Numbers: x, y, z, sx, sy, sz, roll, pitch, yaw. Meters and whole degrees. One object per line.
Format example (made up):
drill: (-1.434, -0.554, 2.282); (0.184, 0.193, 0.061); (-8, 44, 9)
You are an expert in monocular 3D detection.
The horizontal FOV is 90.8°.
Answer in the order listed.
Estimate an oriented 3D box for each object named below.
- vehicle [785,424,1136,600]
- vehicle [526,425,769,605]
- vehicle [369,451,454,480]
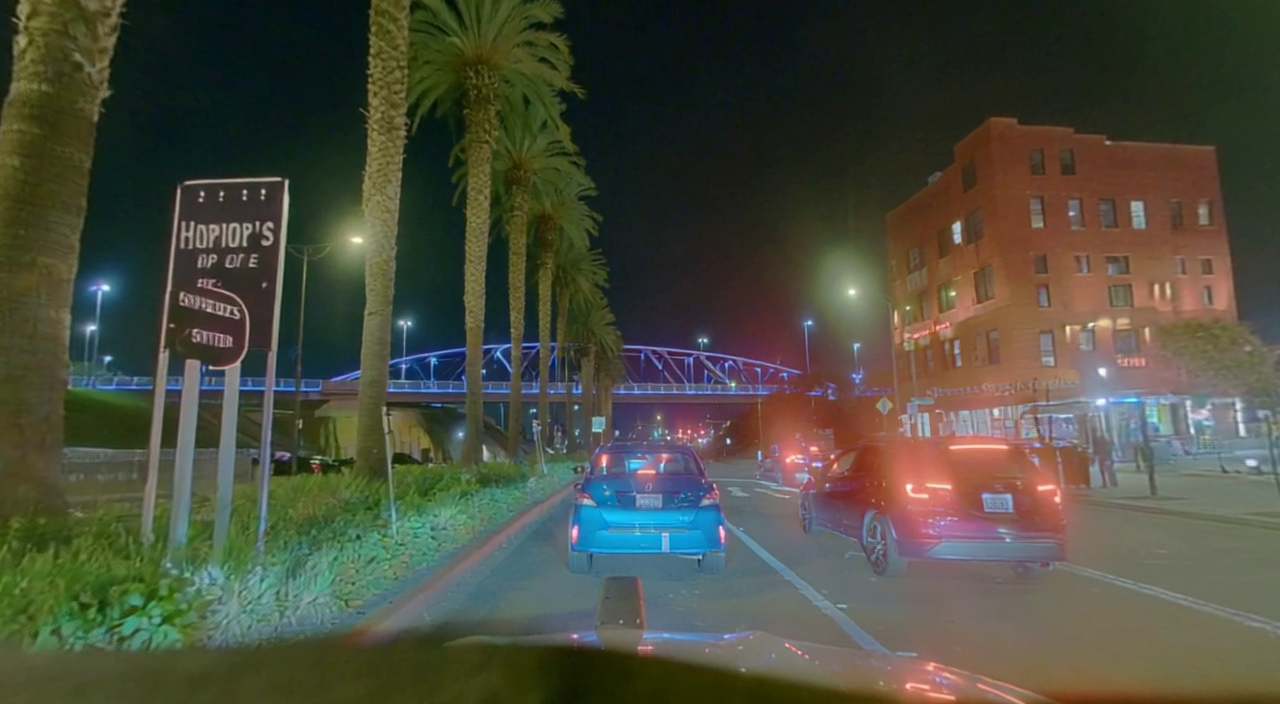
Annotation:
vehicle: (3.275, 1.714, 7.712); (1.920, 1.490, 4.417); (0, -9, -1)
vehicle: (0.058, 1.666, 7.267); (2.048, 1.503, 3.681); (0, -9, 0)
vehicle: (-14.949, 7.471, 41.654); (4.852, 1.802, 2.104); (1, -8, -6)
